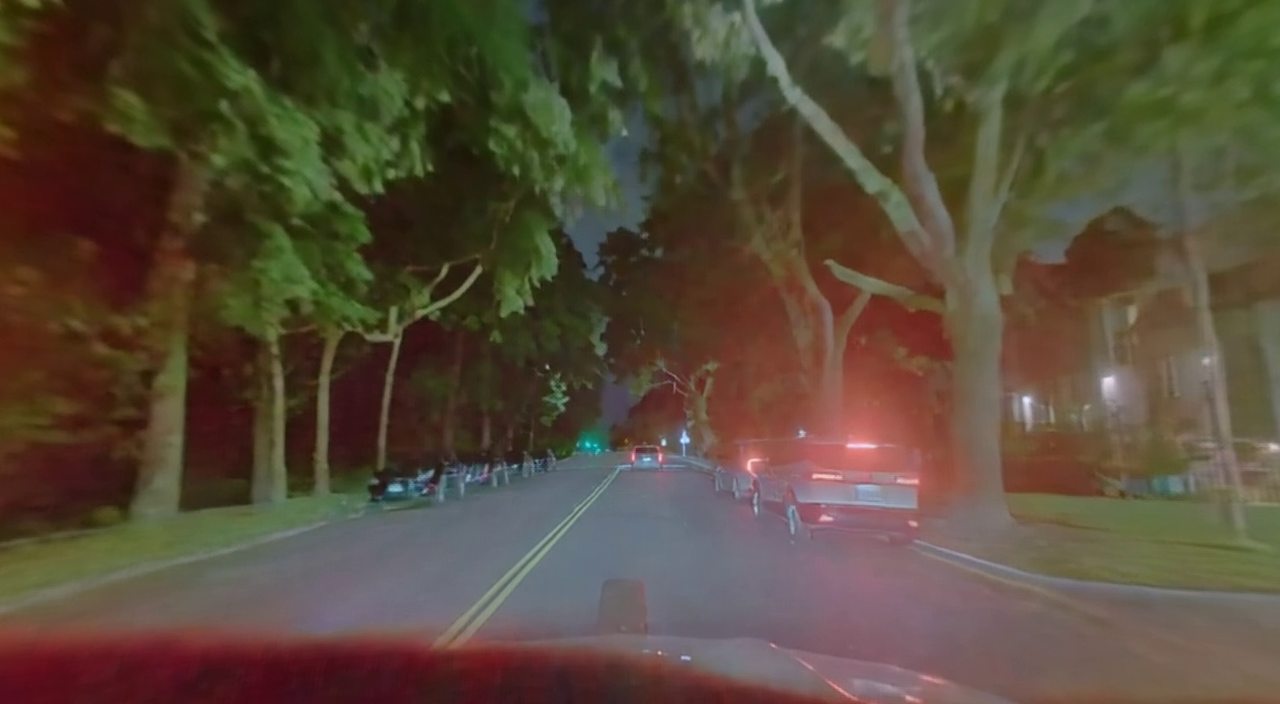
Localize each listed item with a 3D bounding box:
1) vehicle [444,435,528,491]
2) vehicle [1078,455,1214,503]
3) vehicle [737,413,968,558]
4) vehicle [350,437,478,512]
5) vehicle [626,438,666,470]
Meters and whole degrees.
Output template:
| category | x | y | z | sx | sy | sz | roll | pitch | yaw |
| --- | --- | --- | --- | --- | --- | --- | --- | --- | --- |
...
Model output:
| category | x | y | z | sx | sy | sz | roll | pitch | yaw |
| --- | --- | --- | --- | --- | --- | --- | --- | --- | --- |
| vehicle | -5.454 | 3.969 | 22.898 | 1.899 | 1.615 | 4.624 | -5 | -8 | -1 |
| vehicle | 21.587 | 5.372 | 27.192 | 1.765 | 1.762 | 4.881 | 0 | -8 | 0 |
| vehicle | 3.034 | 2.012 | 10.304 | 1.970 | 1.801 | 4.721 | 0 | -8 | -2 |
| vehicle | -5.648 | 3.073 | 16.404 | 1.955 | 1.659 | 4.324 | 0 | -8 | -4 |
| vehicle | 0.316 | 5.854 | 36.463 | 2.172 | 1.722 | 4.201 | 0 | -8 | 0 |
